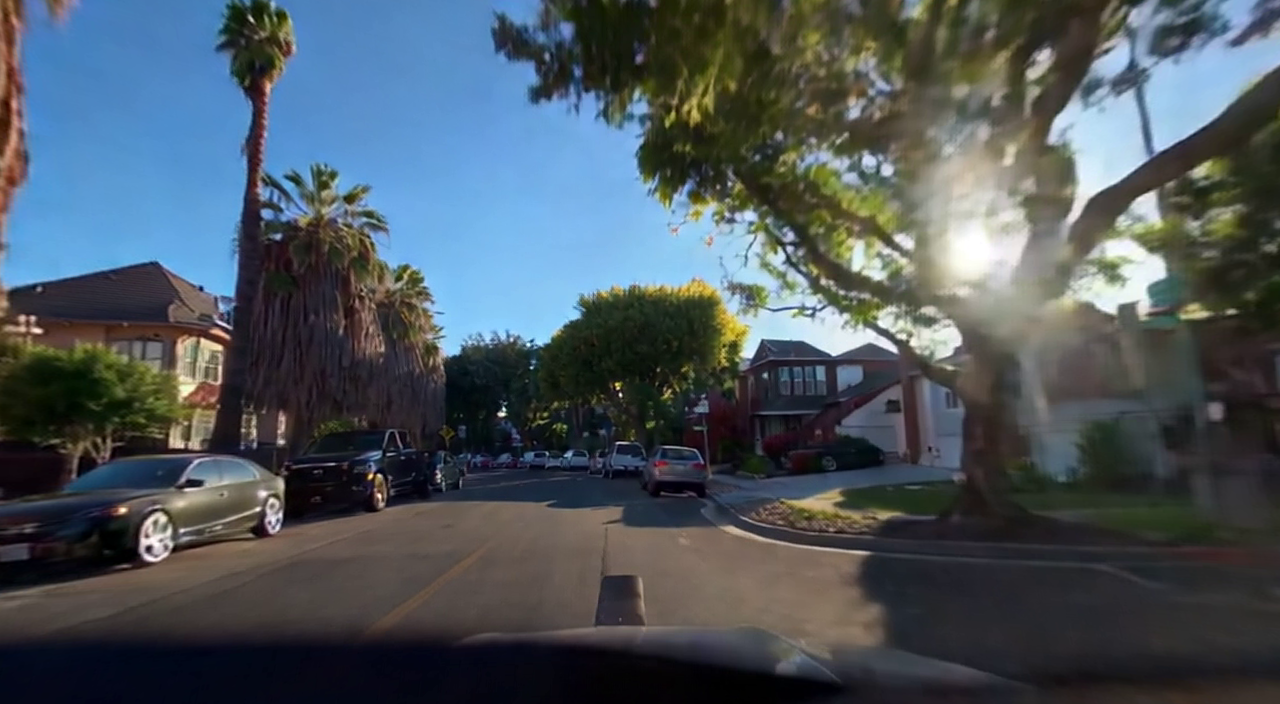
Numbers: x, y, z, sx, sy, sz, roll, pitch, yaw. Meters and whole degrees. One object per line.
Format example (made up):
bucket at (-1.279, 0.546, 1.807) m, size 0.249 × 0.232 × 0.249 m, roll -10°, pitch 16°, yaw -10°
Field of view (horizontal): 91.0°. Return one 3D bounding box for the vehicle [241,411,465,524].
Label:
vehicle at (-6.520, 2.740, 15.630) m, size 2.624 × 2.178 × 6.522 m, roll 0°, pitch -8°, yaw -2°

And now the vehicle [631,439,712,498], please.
vehicle at (0.882, 3.697, 20.419) m, size 2.076 × 1.658 × 4.604 m, roll 1°, pitch -9°, yaw -4°

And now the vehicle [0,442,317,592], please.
vehicle at (-6.587, 2.081, 8.885) m, size 1.875 × 1.585 × 4.184 m, roll 0°, pitch -8°, yaw -1°

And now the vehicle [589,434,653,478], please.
vehicle at (-1.059, 5.199, 31.686) m, size 2.139 × 1.997 × 4.864 m, roll 2°, pitch -9°, yaw -15°
